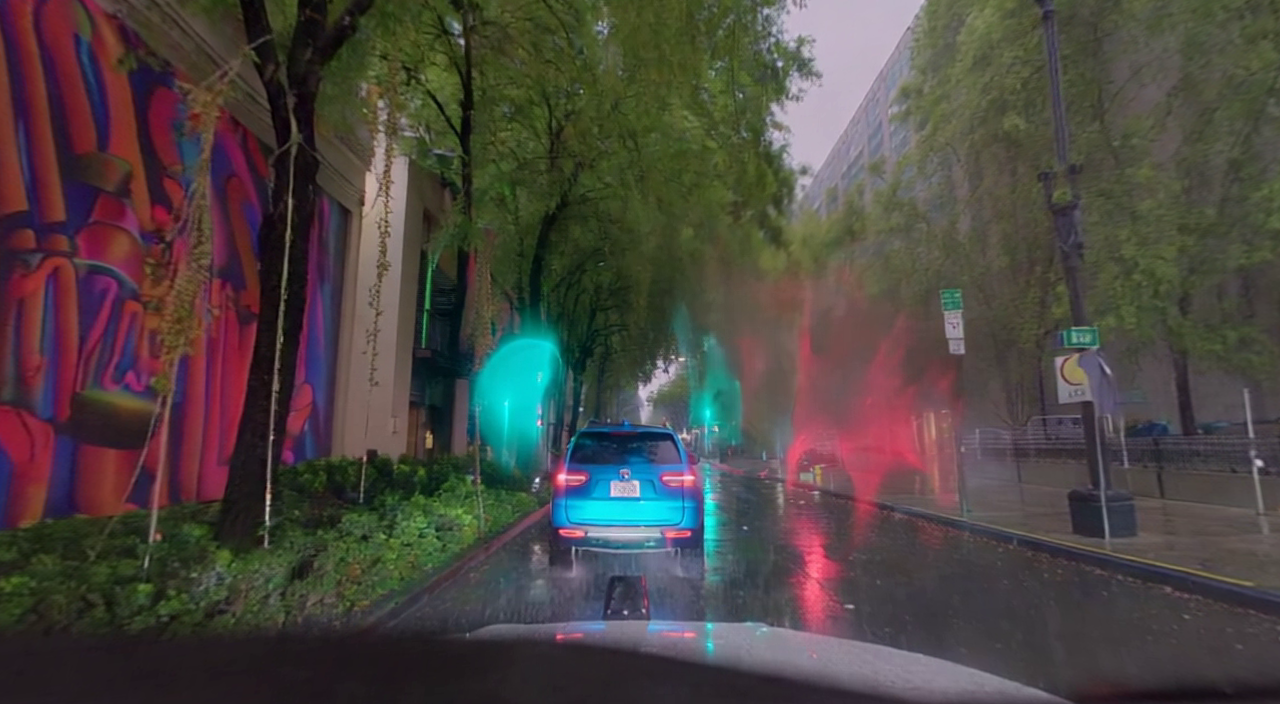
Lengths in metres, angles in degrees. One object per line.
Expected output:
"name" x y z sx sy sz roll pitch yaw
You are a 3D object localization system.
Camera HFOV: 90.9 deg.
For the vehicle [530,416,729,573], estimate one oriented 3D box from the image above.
"vehicle" -0.133 1.785 8.626 2.079 1.621 3.861 0 -8 -1
